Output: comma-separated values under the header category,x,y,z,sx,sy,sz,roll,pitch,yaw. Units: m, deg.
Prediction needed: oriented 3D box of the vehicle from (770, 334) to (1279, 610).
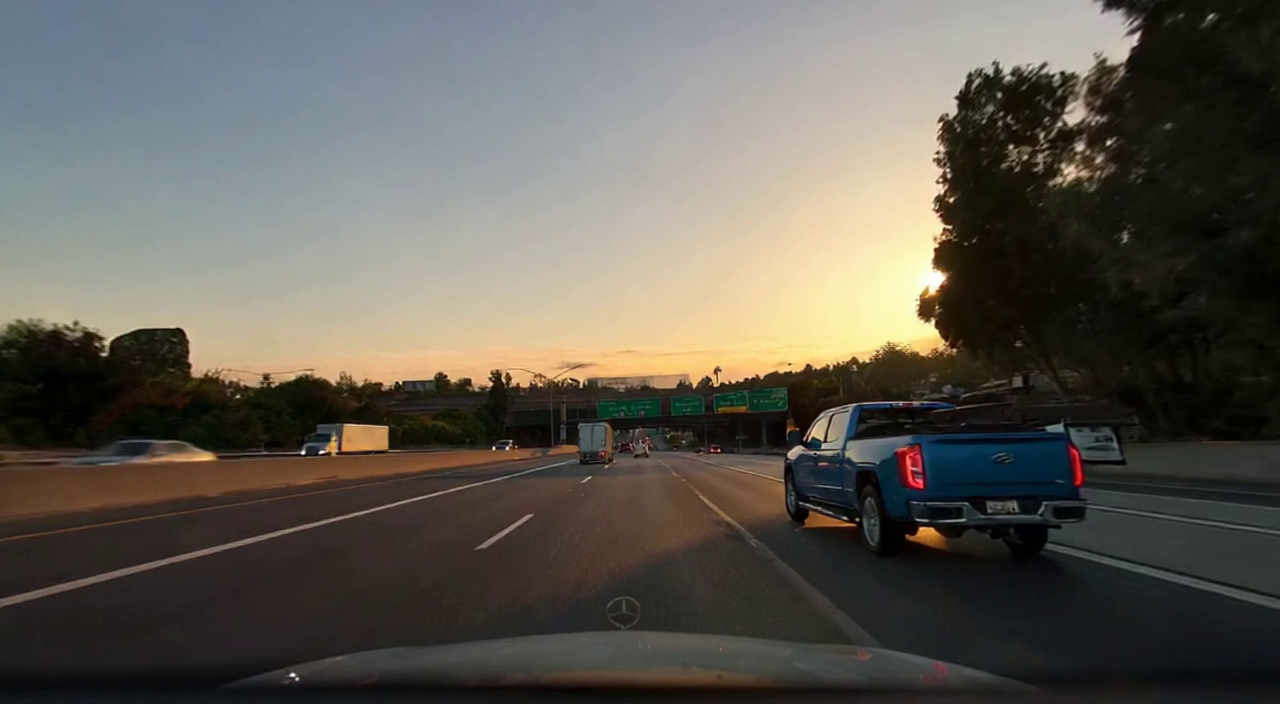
category,x,y,z,sx,sy,sz,roll,pitch,yaw
vehicle,3.588,1.356,7.875,2.593,2.110,6.016,0,-9,0

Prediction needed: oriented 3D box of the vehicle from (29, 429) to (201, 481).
category,x,y,z,sx,sy,sz,roll,pitch,yaw
vehicle,-19.014,3.776,23.229,1.980,1.681,5.015,0,-9,1
